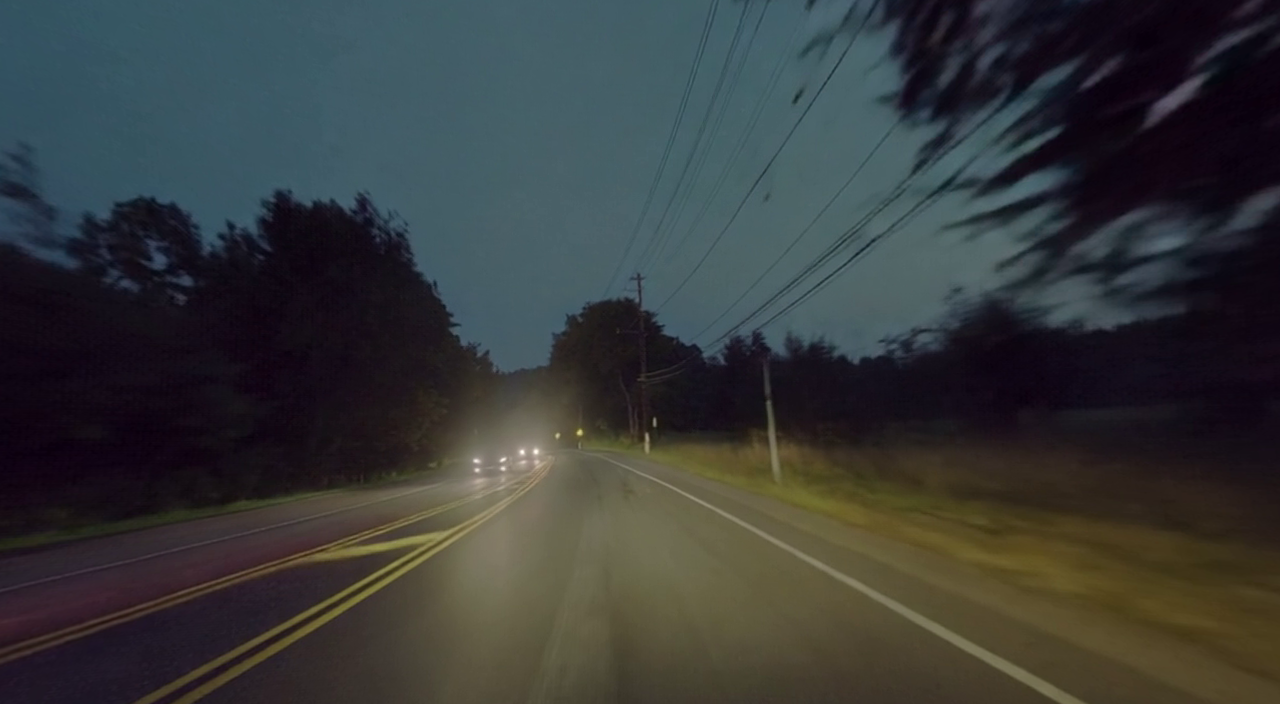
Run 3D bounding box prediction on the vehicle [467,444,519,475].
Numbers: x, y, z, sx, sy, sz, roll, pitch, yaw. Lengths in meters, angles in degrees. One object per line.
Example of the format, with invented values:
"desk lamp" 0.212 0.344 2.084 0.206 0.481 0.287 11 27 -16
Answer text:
"vehicle" -8.233 6.037 35.766 2.099 1.640 4.555 0 -8 -3
